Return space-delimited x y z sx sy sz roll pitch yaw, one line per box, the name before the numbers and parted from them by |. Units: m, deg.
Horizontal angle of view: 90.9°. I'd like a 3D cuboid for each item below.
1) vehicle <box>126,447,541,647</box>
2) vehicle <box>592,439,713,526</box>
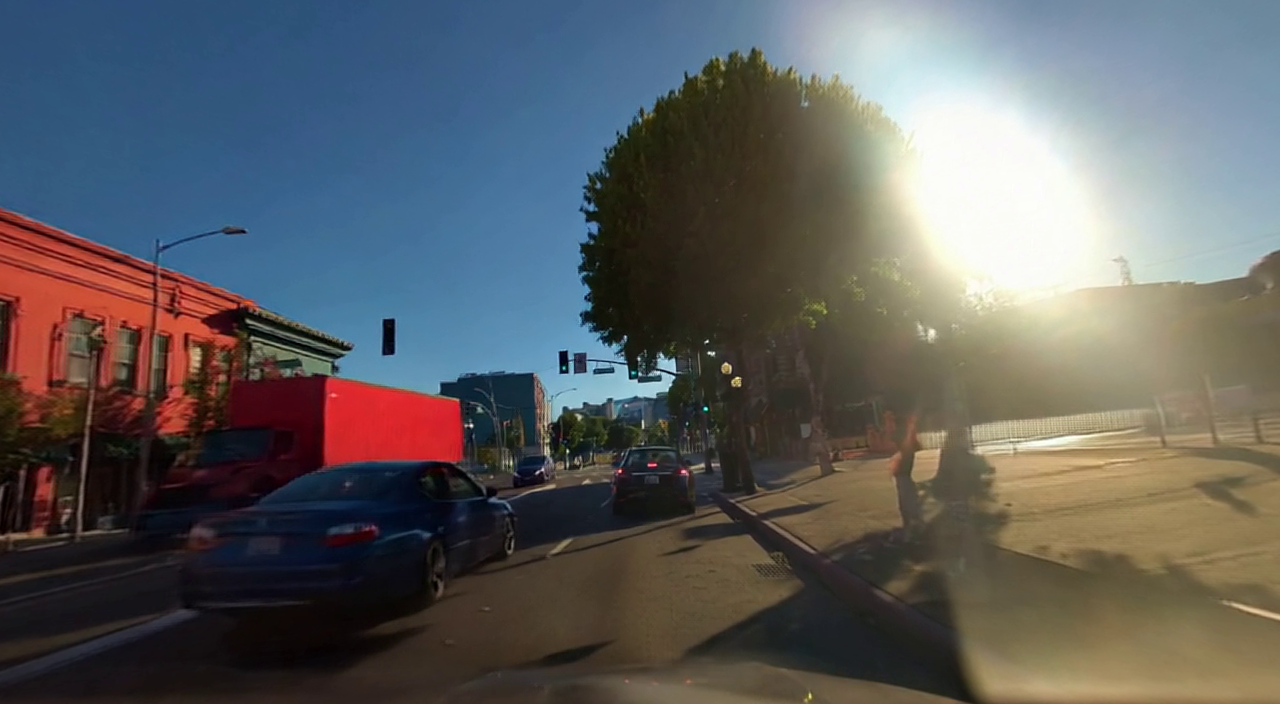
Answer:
vehicle | -2.667 1.809 7.137 2.099 1.424 4.843 -1 -8 3
vehicle | 0.249 2.563 12.953 2.094 1.478 3.922 0 -8 1
